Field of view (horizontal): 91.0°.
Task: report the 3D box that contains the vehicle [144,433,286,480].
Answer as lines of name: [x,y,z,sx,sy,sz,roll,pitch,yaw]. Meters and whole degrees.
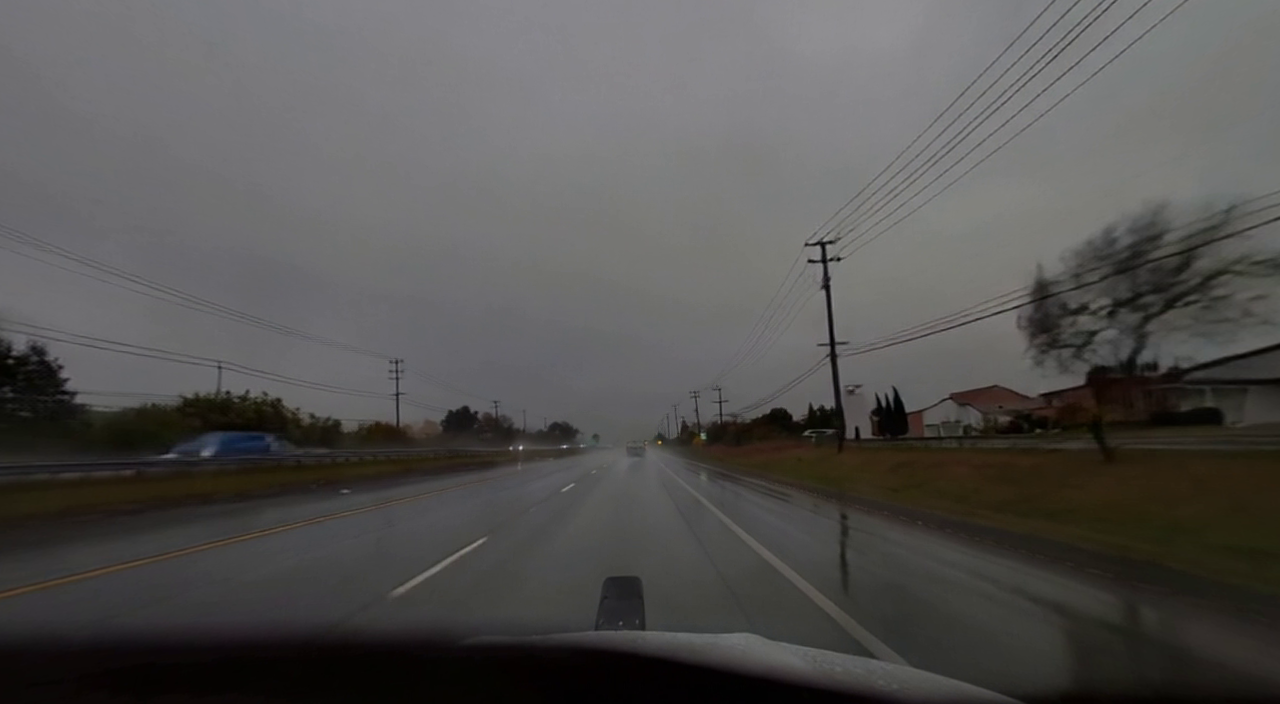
vehicle: [-21.346,5.281,32.190,2.613,2.110,6.543,0,-9,1]
